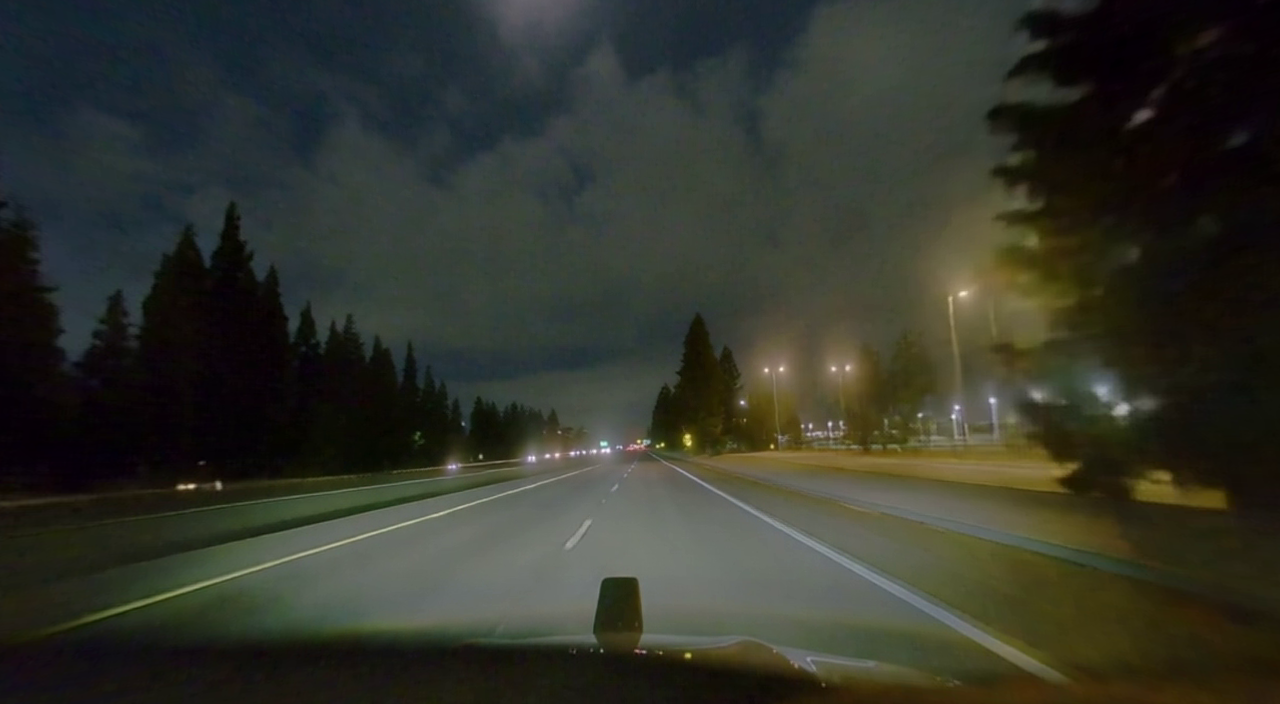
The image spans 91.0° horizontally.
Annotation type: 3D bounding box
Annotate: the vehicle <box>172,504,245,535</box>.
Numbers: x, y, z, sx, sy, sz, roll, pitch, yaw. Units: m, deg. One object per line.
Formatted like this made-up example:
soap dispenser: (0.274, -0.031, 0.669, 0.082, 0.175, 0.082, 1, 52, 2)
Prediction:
vehicle: (-30.136, 11.703, 44.143, 1.775, 1.530, 4.579, -1, -9, 2)
